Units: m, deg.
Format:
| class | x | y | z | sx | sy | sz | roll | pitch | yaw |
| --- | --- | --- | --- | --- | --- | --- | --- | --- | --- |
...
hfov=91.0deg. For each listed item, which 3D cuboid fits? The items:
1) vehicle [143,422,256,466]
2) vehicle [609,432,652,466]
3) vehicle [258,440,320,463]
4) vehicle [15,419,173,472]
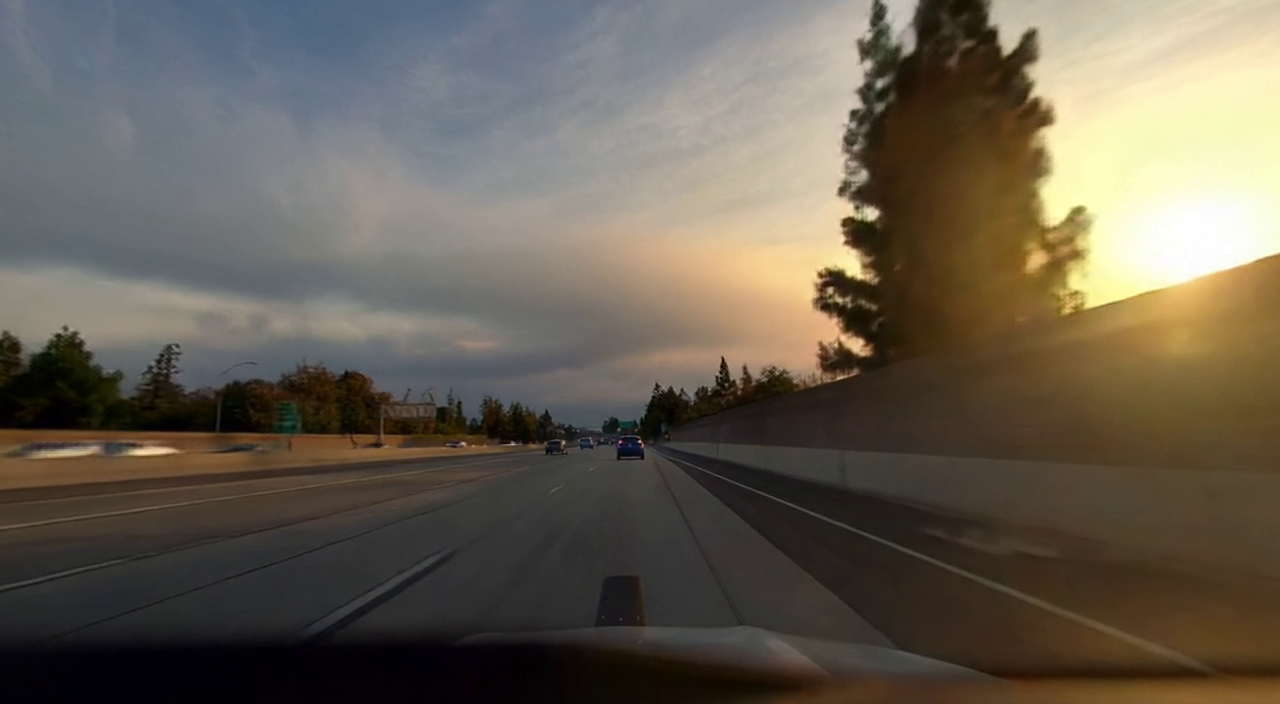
| class | x | y | z | sx | sy | sz | roll | pitch | yaw |
| --- | --- | --- | --- | --- | --- | --- | --- | --- | --- |
| vehicle | -33.077 | 6.971 | 47.750 | 2.783 | 3.064 | 7.843 | 0 | -8 | 0 |
| vehicle | -0.460 | 5.134 | 33.384 | 2.141 | 1.706 | 4.065 | 0 | -8 | 0 |
| vehicle | -25.443 | 7.237 | 45.878 | 1.894 | 1.591 | 4.497 | 0 | -8 | 0 |
| vehicle | -33.141 | 5.764 | 38.750 | 2.699 | 2.912 | 7.678 | 0 | -8 | 1 |
